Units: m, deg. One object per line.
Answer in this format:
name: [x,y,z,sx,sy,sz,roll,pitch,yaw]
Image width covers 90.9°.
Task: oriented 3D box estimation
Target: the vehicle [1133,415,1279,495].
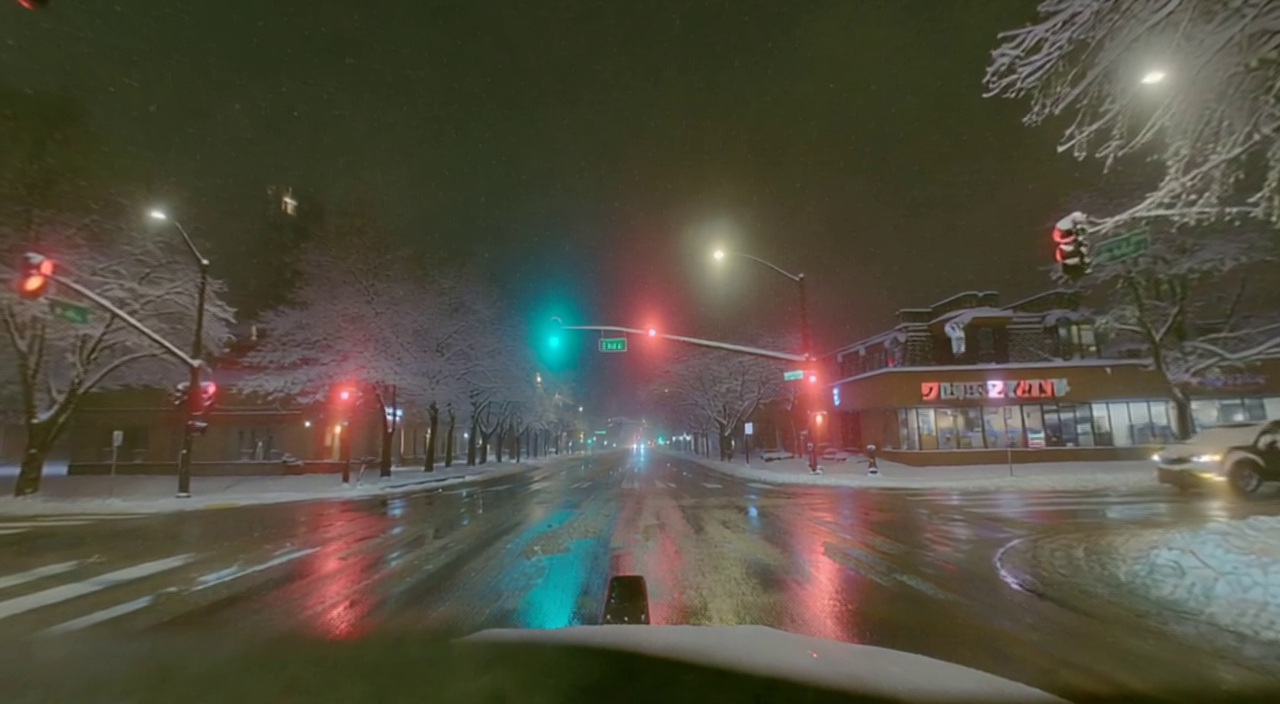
vehicle: [15.384,2.504,15.478,4.836,1.795,1.957,0,-9,0]
